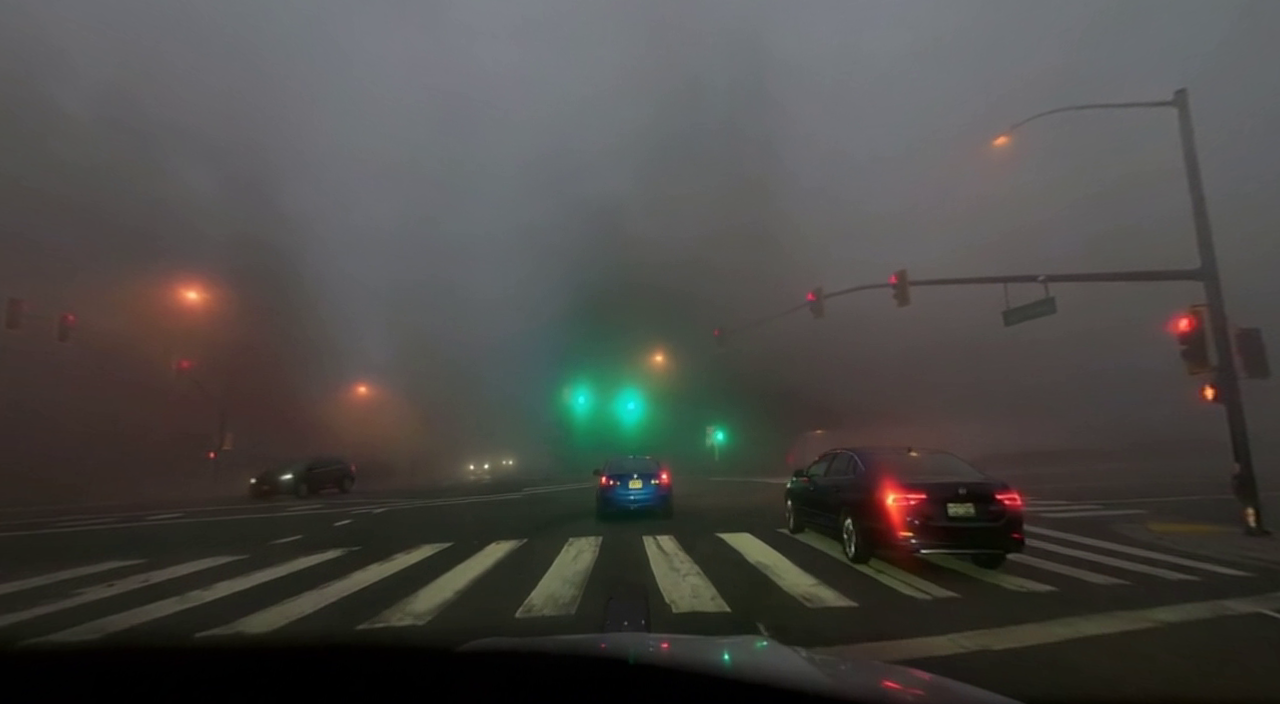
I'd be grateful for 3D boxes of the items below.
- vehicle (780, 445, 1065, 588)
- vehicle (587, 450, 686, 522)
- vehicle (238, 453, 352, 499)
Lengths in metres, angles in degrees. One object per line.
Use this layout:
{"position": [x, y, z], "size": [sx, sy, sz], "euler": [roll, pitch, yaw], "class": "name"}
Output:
{"position": [3.347, 1.984, 8.522], "size": [1.860, 1.430, 4.089], "euler": [0, -8, -1], "class": "vehicle"}
{"position": [-0.086, 3.173, 15.469], "size": [2.094, 1.481, 4.078], "euler": [0, -8, 0], "class": "vehicle"}
{"position": [-14.980, 5.372, 27.781], "size": [2.126, 1.782, 4.880], "euler": [0, -8, 2], "class": "vehicle"}
